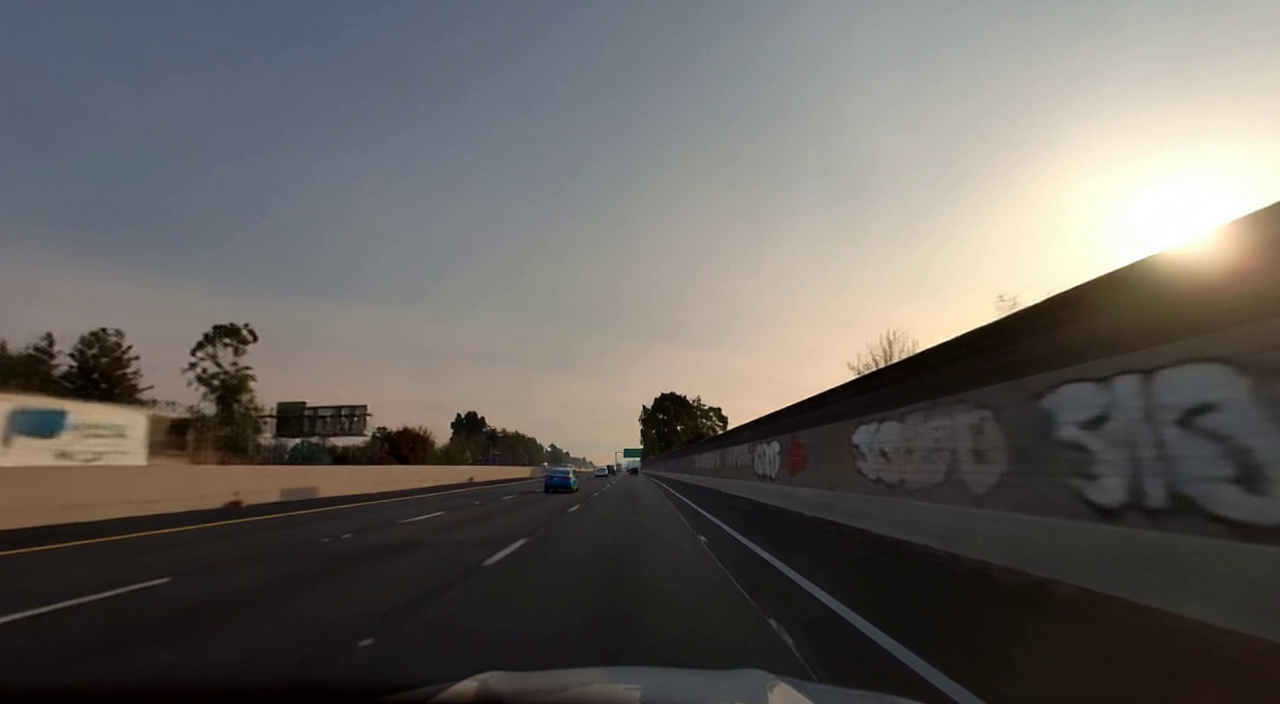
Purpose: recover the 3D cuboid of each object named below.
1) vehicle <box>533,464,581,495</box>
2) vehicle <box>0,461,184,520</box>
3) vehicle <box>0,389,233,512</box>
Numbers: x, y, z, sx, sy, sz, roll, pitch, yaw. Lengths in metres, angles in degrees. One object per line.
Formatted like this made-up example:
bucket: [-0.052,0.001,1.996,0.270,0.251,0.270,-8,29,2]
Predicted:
vehicle: [-4.134,6.435,31.896,1.941,1.437,3.829,1,-10,0]
vehicle: [-15.828,3.921,18.237,1.842,1.456,4.483,1,-10,0]
vehicle: [-22.861,4.097,25.490,2.914,4.029,14.713,1,-11,0]
